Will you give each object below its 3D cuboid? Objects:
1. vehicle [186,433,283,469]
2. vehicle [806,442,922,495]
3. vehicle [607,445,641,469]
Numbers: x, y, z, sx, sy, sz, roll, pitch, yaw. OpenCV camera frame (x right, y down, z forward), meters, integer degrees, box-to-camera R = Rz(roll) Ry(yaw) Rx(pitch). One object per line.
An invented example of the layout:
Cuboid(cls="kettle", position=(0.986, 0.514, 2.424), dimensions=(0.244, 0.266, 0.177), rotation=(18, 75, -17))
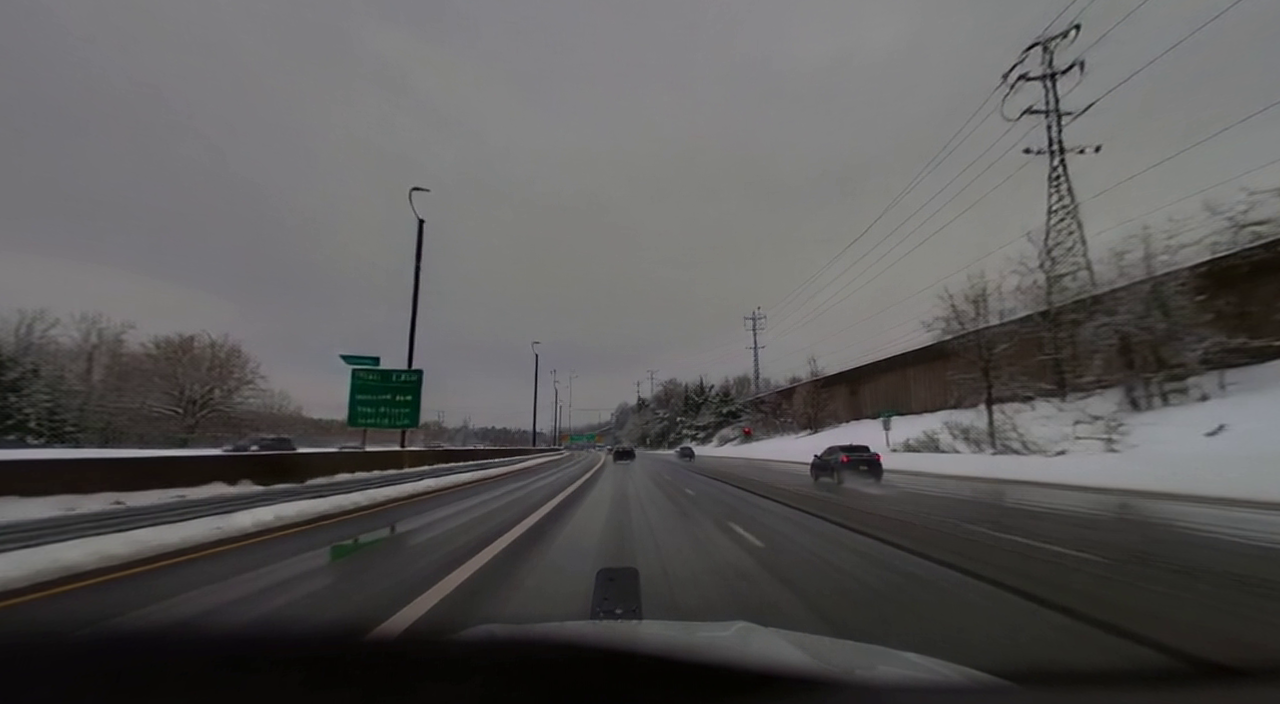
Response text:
Cuboid(cls="vehicle", position=(-24.402, 6.001, 38.458), dimensions=(2.250, 1.966, 5.757), rotation=(0, -9, -2))
Cuboid(cls="vehicle", position=(6.732, 3.538, 19.575), dimensions=(1.876, 1.451, 4.154), rotation=(0, -9, -3))
Cuboid(cls="vehicle", position=(-1.132, 6.940, 42.082), dimensions=(2.109, 1.489, 4.027), rotation=(0, -9, -4))
